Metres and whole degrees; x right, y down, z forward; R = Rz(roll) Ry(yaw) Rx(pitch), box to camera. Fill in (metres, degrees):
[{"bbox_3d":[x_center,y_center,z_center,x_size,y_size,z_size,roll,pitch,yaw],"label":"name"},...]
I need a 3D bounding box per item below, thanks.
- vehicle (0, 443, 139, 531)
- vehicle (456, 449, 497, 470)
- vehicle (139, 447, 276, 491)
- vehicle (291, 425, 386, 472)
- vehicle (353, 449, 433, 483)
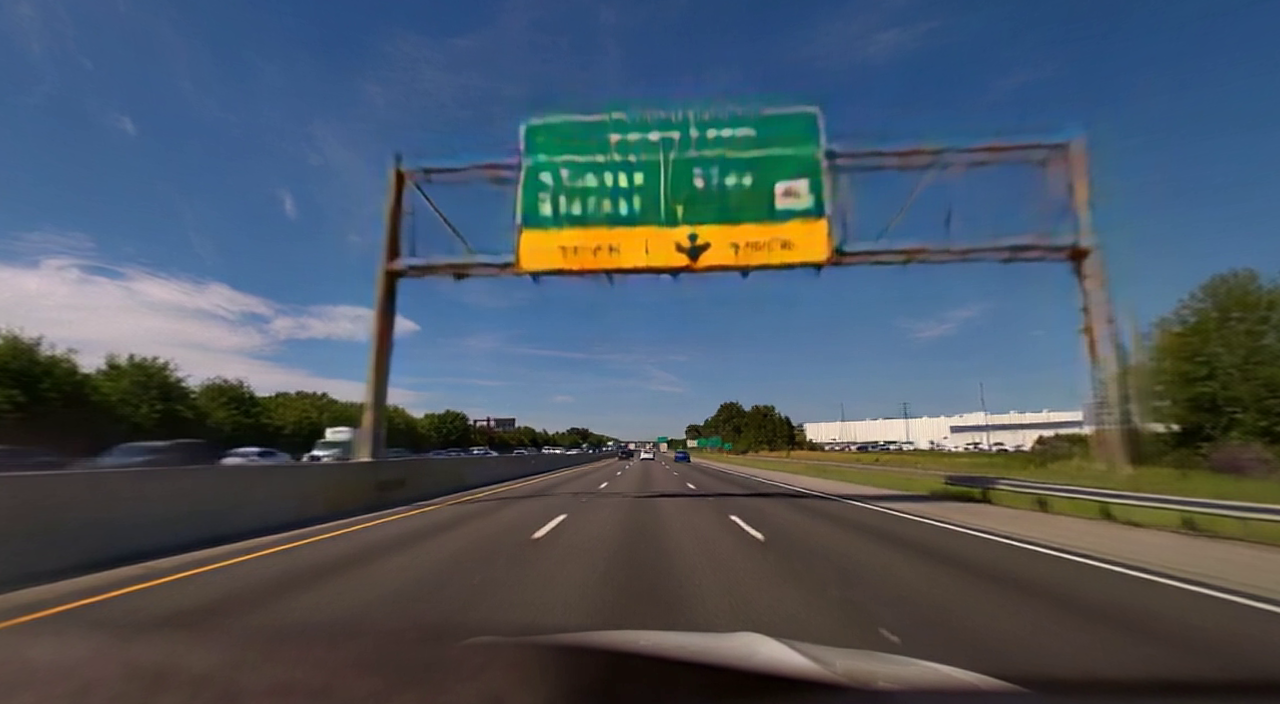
[{"bbox_3d":[-11.902,2.424,11.528,1.988,1.457,4.746,1,-9,-7],"label":"vehicle"},{"bbox_3d":[-11.828,7.827,45.834,1.814,1.438,3.897,-1,-9,2],"label":"vehicle"},{"bbox_3d":[-15.865,4.289,23.452,1.890,1.461,4.518,0,-9,0],"label":"vehicle"},{"bbox_3d":[-19.678,6.394,41.633,2.668,2.821,6.805,-1,-9,2],"label":"vehicle"},{"bbox_3d":[-11.573,5.353,29.860,1.960,1.425,4.465,0,-9,0],"label":"vehicle"}]
